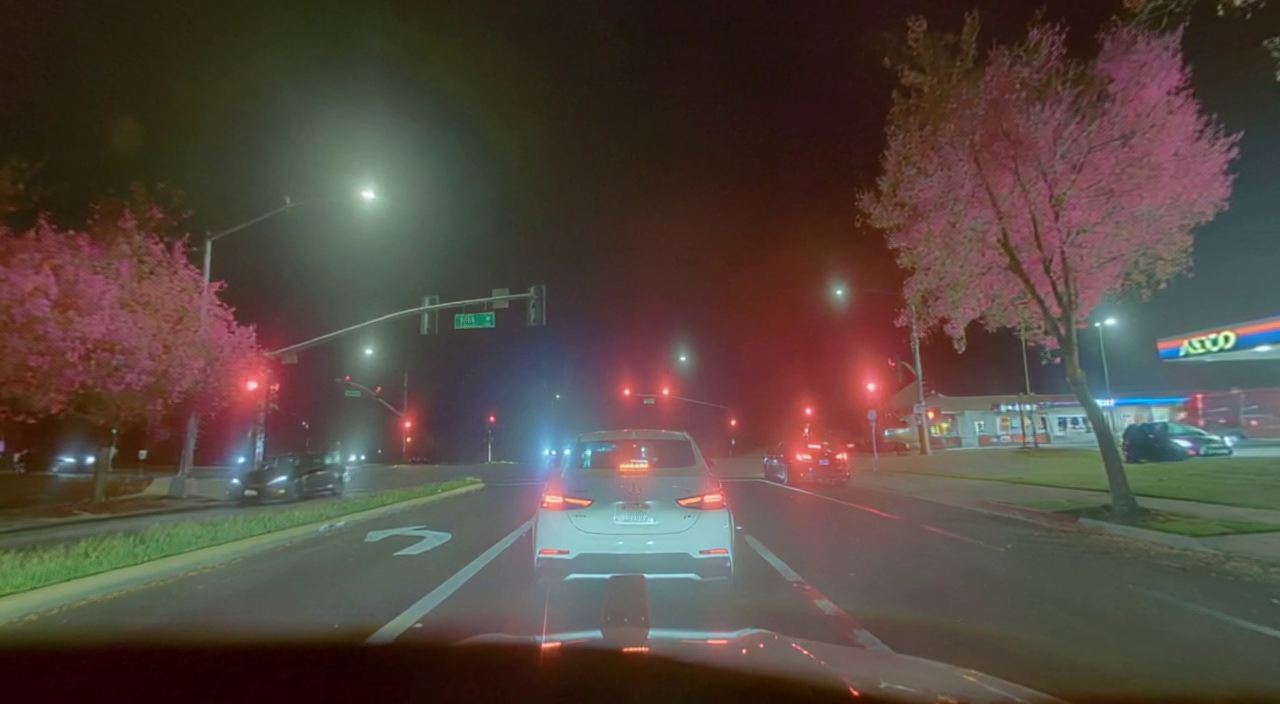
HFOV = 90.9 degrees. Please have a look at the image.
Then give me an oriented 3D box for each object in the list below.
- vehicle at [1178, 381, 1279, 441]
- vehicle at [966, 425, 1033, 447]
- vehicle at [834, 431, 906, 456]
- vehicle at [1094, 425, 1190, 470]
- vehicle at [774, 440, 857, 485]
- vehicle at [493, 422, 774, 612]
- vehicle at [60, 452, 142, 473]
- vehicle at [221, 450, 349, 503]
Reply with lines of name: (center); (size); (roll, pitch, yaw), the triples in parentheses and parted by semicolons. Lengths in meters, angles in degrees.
vehicle: (43.343, 4.063, 42.856); (10.890, 3.868, 3.021); (0, -8, -4)
vehicle: (27.394, 6.445, 48.064); (3.968, 1.572, 1.740); (0, -9, 4)
vehicle: (16.370, 6.519, 44.928); (4.622, 1.675, 2.022); (-3, -9, 21)
vehicle: (18.587, 3.508, 23.272); (4.300, 1.495, 2.053); (8, -11, -43)
vehicle: (6.554, 4.155, 24.071); (1.942, 1.511, 4.390); (0, -8, 0)
vehicle: (-0.064, 1.606, 7.081); (2.213, 1.482, 4.057); (0, -8, 0)
vehicle: (-39.578, 8.106, 46.313); (4.511, 1.407, 1.764); (-1, -8, 5)
vehicle: (-11.310, 3.951, 20.515); (1.944, 1.465, 4.609); (1, -8, -7)
